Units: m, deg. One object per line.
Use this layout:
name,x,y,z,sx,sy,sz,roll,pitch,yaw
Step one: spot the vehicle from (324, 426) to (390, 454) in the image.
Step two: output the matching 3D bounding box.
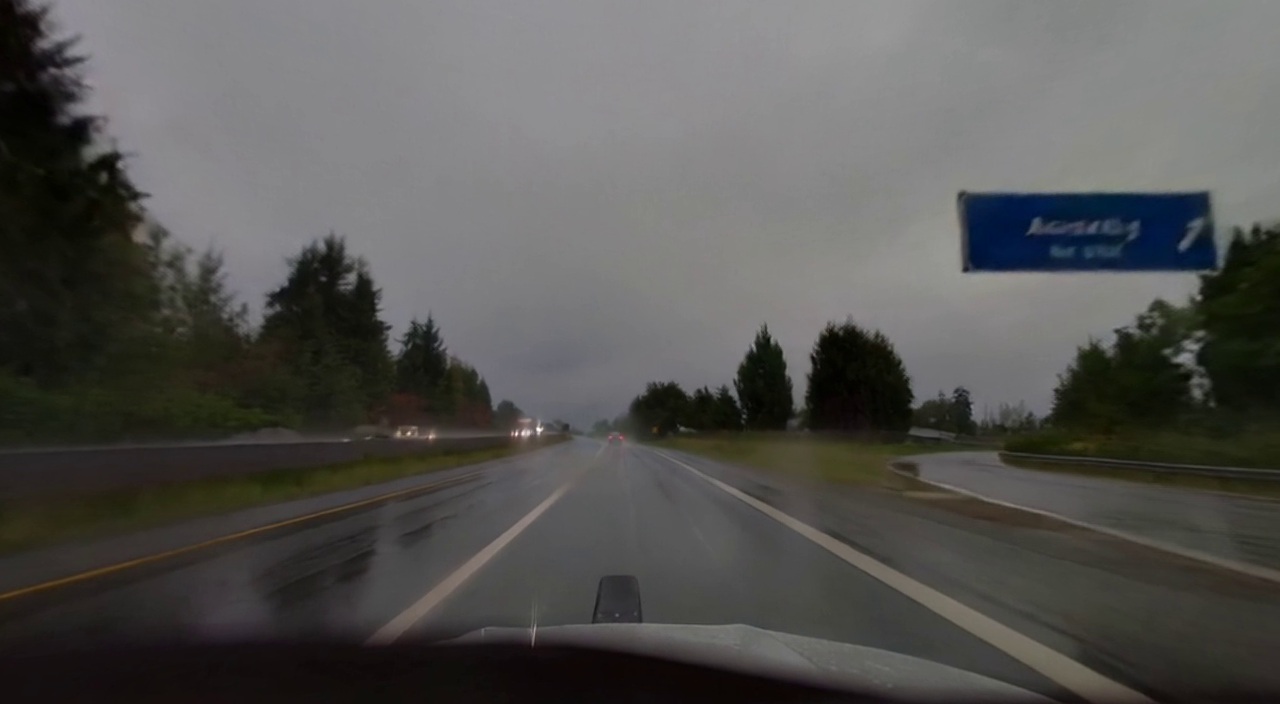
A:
vehicle,-16.994,5.296,38.171,1.909,1.545,4.791,0,-7,-2
